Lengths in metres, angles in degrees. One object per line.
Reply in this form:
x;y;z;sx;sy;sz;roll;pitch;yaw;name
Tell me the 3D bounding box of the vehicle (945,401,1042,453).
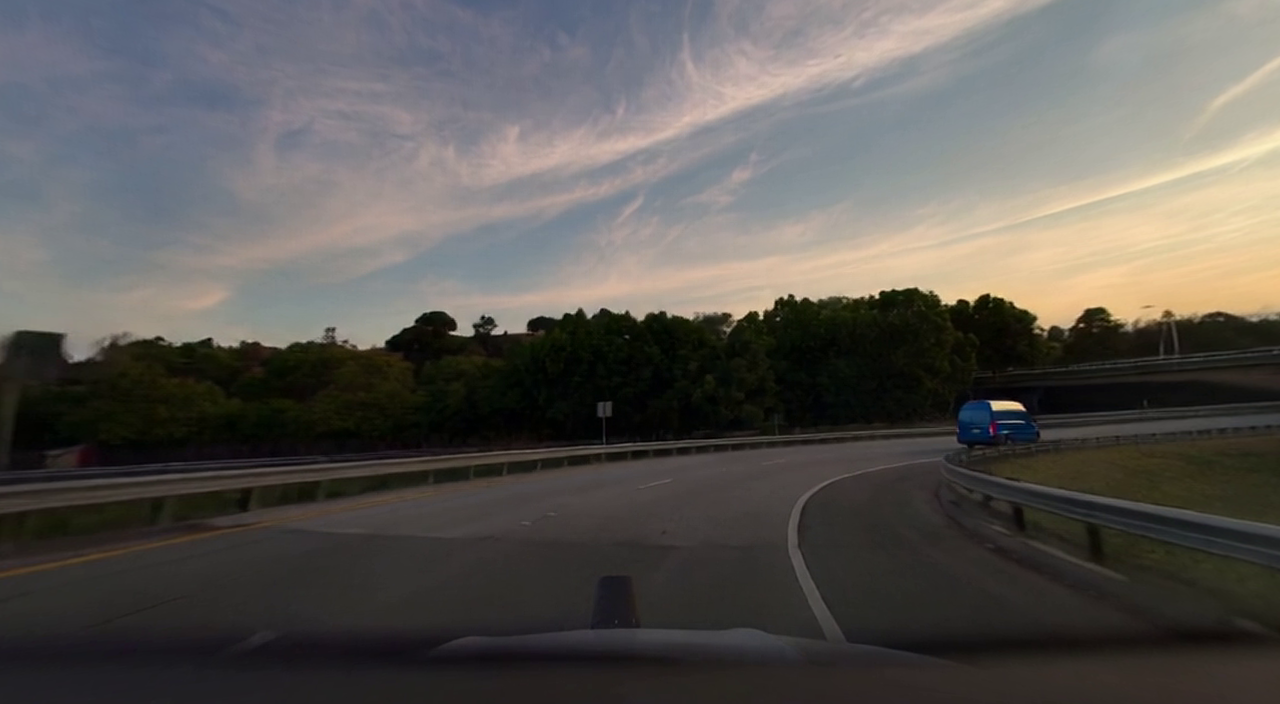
19.043;4.085;33.876;5.330;2.577;2.352;6;-10;-35;vehicle
